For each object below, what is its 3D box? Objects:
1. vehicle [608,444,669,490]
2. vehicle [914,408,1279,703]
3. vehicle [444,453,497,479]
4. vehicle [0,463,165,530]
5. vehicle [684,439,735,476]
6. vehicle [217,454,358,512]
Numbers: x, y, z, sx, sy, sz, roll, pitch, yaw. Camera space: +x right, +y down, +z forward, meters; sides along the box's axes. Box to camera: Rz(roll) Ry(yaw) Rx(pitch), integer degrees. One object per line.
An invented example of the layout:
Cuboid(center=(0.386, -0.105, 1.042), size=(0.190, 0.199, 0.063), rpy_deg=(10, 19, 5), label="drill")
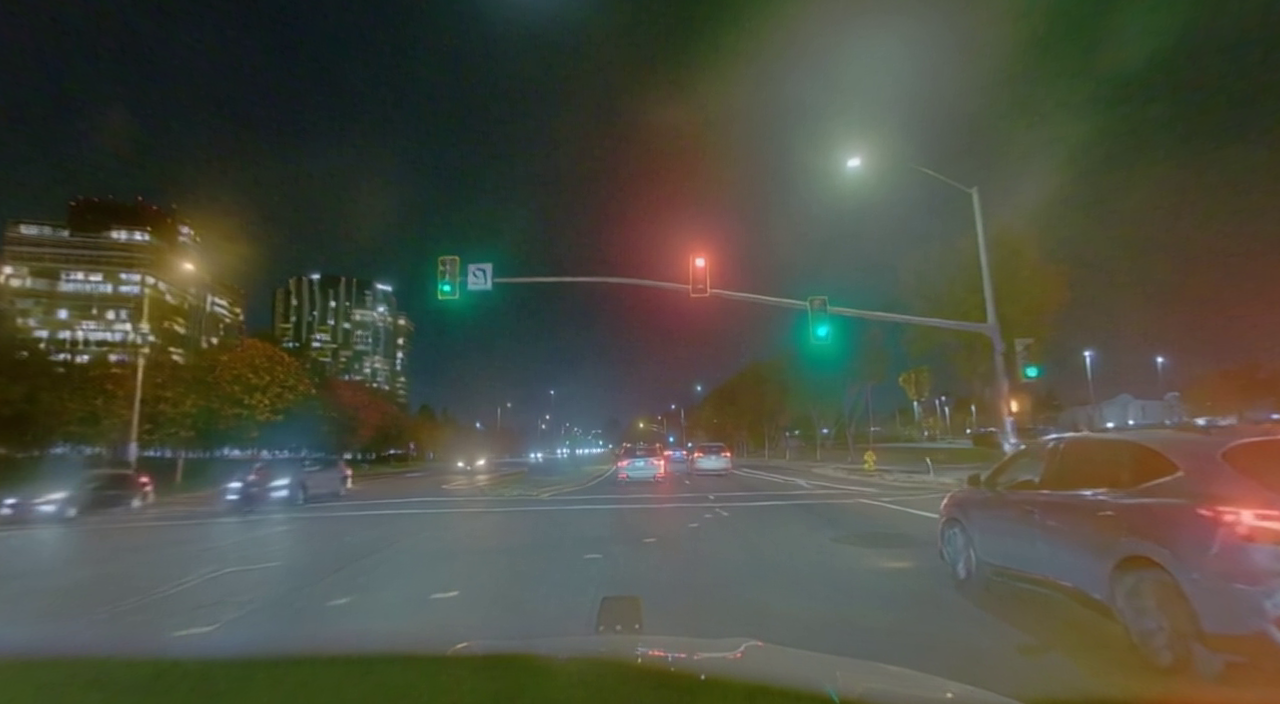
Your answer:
Cuboid(center=(-0.049, 4.160, 23.216), size=(2.034, 1.500, 3.966), rpy_deg=(0, -8, 0), label="vehicle")
Cuboid(center=(3.888, 1.210, 4.298), size=(2.049, 1.473, 4.425), rpy_deg=(0, -8, 0), label="vehicle")
Cuboid(center=(-10.852, 7.317, 40.811), size=(2.043, 1.456, 4.627), rpy_deg=(0, -8, 1), label="vehicle")
Cuboid(center=(-17.965, 4.510, 20.230), size=(1.918, 1.738, 4.589), rpy_deg=(0, -8, 0), label="vehicle")
Cuboid(center=(3.573, 5.532, 33.373), size=(2.107, 1.773, 4.557), rpy_deg=(0, -8, -1), label="vehicle")
Cuboid(center=(-10.828, 4.014, 19.840), size=(1.808, 1.512, 4.447), rpy_deg=(0, -8, 1), label="vehicle")
